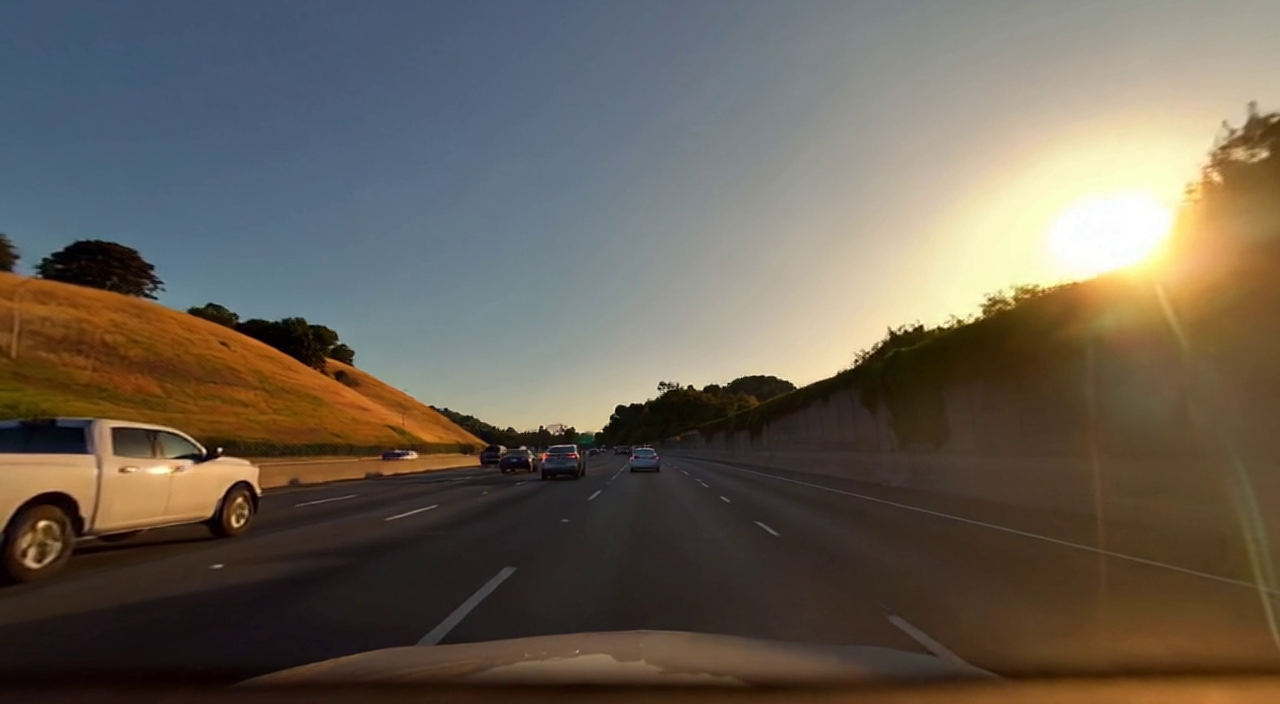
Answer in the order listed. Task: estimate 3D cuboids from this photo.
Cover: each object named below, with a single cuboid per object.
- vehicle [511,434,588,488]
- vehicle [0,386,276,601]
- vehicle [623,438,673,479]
[{"bbox_3d":[-3.236,4.021,23.545,2.093,1.820,4.506,0,-9,1],"label":"vehicle"},{"bbox_3d":[-6.635,1.447,6.877,2.108,1.856,5.214,0,-9,1],"label":"vehicle"},{"bbox_3d":[0.362,5.075,30.232,2.233,1.804,4.273,0,-9,0],"label":"vehicle"}]
